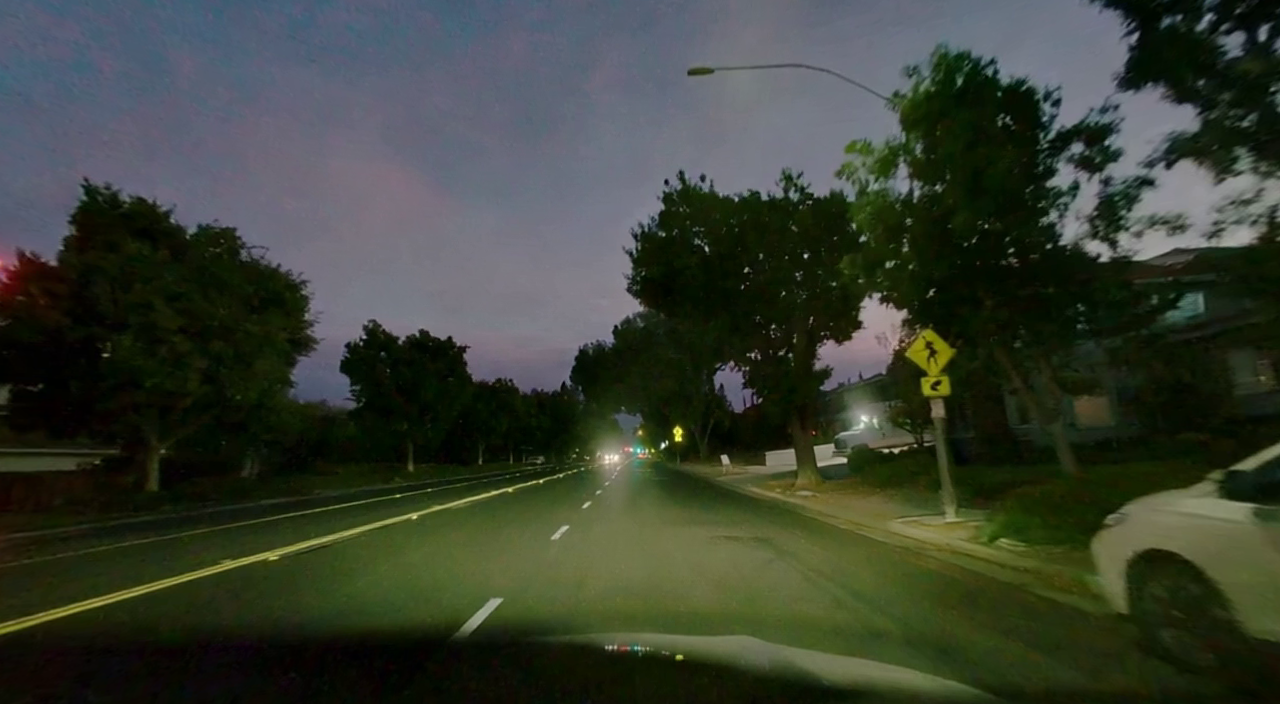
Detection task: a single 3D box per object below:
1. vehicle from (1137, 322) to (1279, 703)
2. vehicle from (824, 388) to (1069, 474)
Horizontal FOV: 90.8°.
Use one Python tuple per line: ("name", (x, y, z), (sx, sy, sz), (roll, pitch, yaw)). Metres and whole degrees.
("vehicle", (3.612, 0.503, 0.303), (2.270, 1.820, 5.277), (0, -8, -3))
("vehicle", (17.475, 4.617, 36.700), (12.151, 4.157, 3.709), (-1, -15, -6))
